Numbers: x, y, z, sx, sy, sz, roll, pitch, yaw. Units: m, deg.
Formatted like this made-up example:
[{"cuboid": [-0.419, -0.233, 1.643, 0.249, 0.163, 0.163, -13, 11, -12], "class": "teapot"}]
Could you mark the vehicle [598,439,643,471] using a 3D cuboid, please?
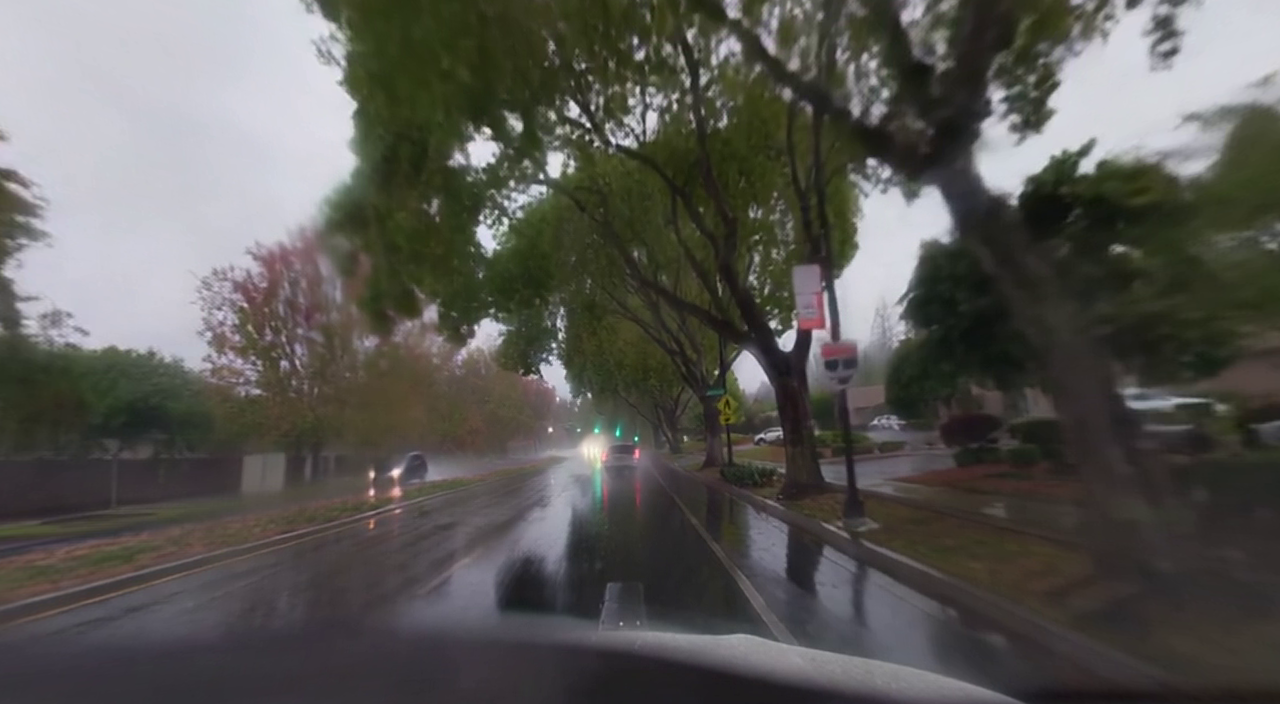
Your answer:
[{"cuboid": [-0.951, 5.193, 32.017, 2.111, 1.466, 4.223, -1, -8, -1], "class": "vehicle"}]

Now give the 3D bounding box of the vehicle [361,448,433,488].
[{"cuboid": [-12.274, 5.843, 32.213, 1.954, 1.680, 4.530, -4, -8, -2], "class": "vehicle"}]
